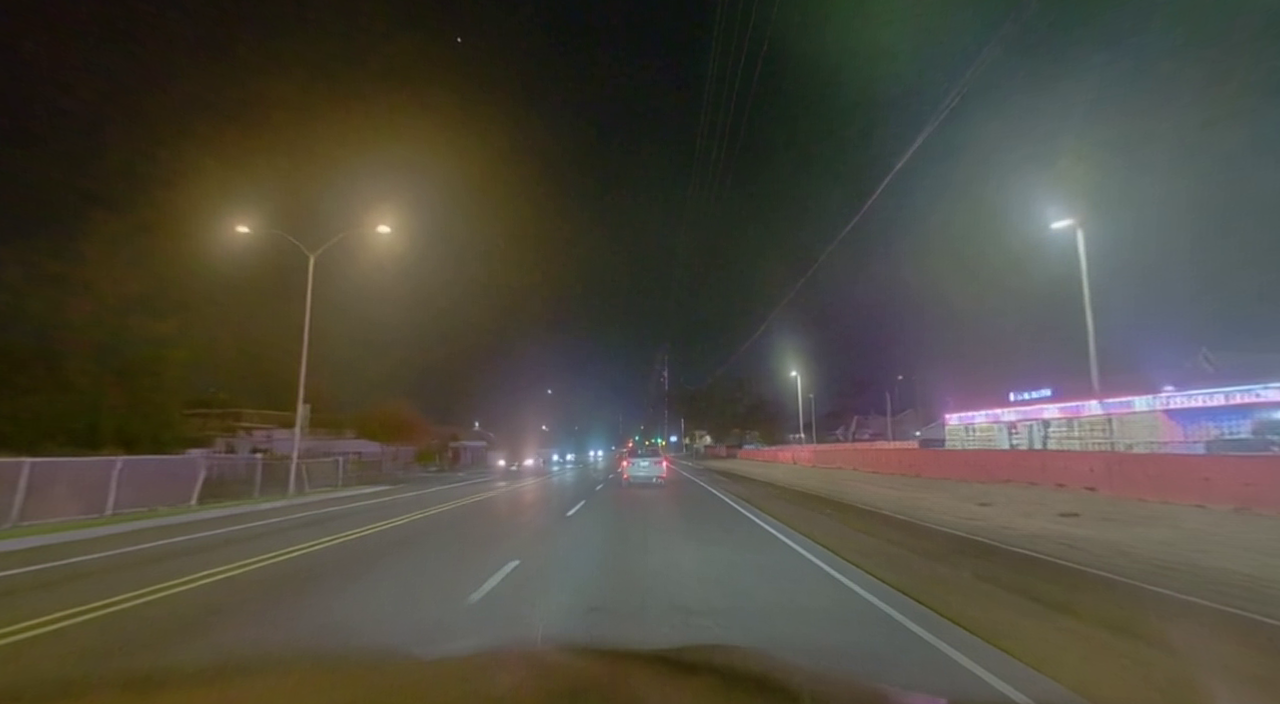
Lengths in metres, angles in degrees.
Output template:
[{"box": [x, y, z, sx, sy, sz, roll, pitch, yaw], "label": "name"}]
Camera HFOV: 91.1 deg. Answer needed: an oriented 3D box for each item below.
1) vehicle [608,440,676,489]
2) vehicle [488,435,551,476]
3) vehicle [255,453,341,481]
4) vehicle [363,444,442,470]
[{"box": [0.060, 3.815, 21.668, 2.144, 1.514, 4.063, 0, -9, 0], "label": "vehicle"}, {"box": [-6.662, 5.822, 35.524, 2.340, 2.103, 5.526, 0, -9, 2], "label": "vehicle"}, {"box": [-20.327, 6.818, 37.322, 4.332, 1.560, 1.841, -2, -9, 15], "label": "vehicle"}, {"box": [-18.022, 7.982, 47.812, 5.085, 1.906, 2.153, 0, -9, 2], "label": "vehicle"}]
